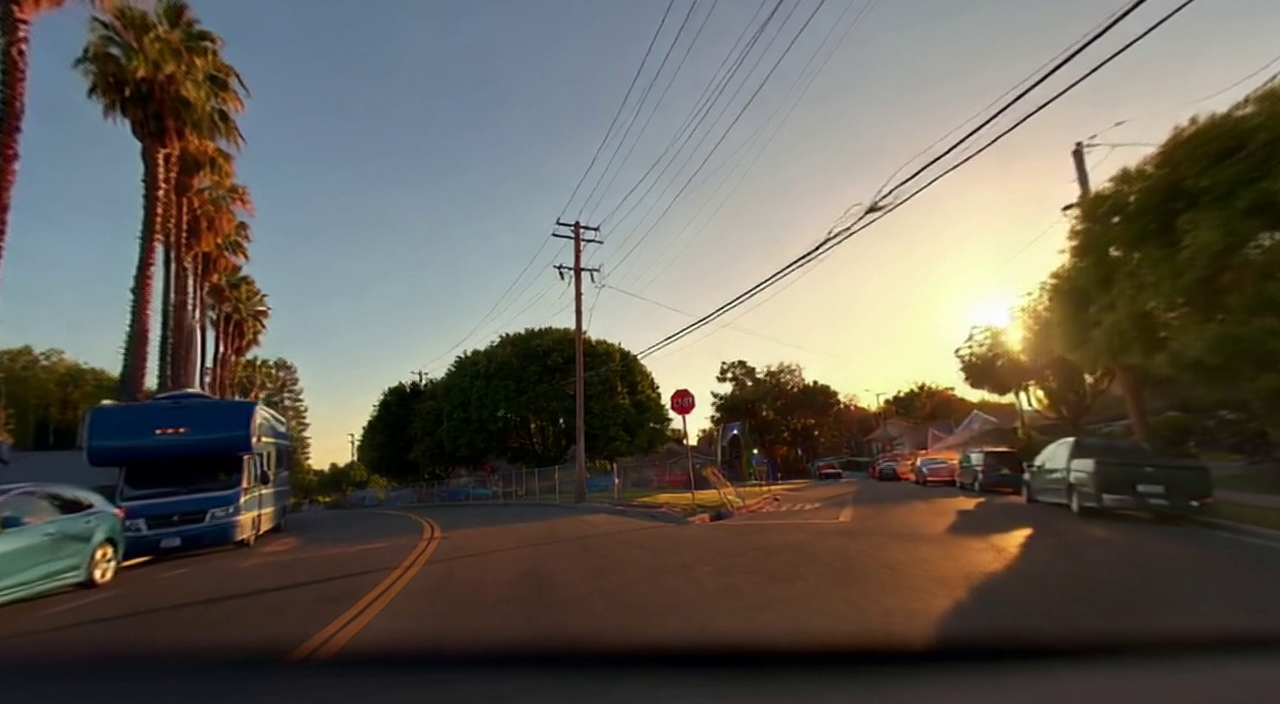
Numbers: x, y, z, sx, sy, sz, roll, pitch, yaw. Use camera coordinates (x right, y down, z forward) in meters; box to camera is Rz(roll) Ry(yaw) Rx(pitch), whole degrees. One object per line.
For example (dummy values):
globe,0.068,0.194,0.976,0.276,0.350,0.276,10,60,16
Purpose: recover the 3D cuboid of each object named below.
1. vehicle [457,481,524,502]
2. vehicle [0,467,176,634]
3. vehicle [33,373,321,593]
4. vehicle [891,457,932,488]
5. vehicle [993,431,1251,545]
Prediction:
vehicle,-11.598,10.876,49.275,4.966,1.377,1.739,1,-9,-9
vehicle,-7.931,2.267,7.473,2.103,1.599,4.865,1,-9,-13
vehicle,-10.863,3.047,16.695,3.216,3.720,11.364,2,-9,-22
vehicle,19.655,8.702,45.943,1.974,1.894,4.810,-3,-8,14
vehicle,9.902,2.740,13.864,2.508,1.887,5.930,-3,-8,17
